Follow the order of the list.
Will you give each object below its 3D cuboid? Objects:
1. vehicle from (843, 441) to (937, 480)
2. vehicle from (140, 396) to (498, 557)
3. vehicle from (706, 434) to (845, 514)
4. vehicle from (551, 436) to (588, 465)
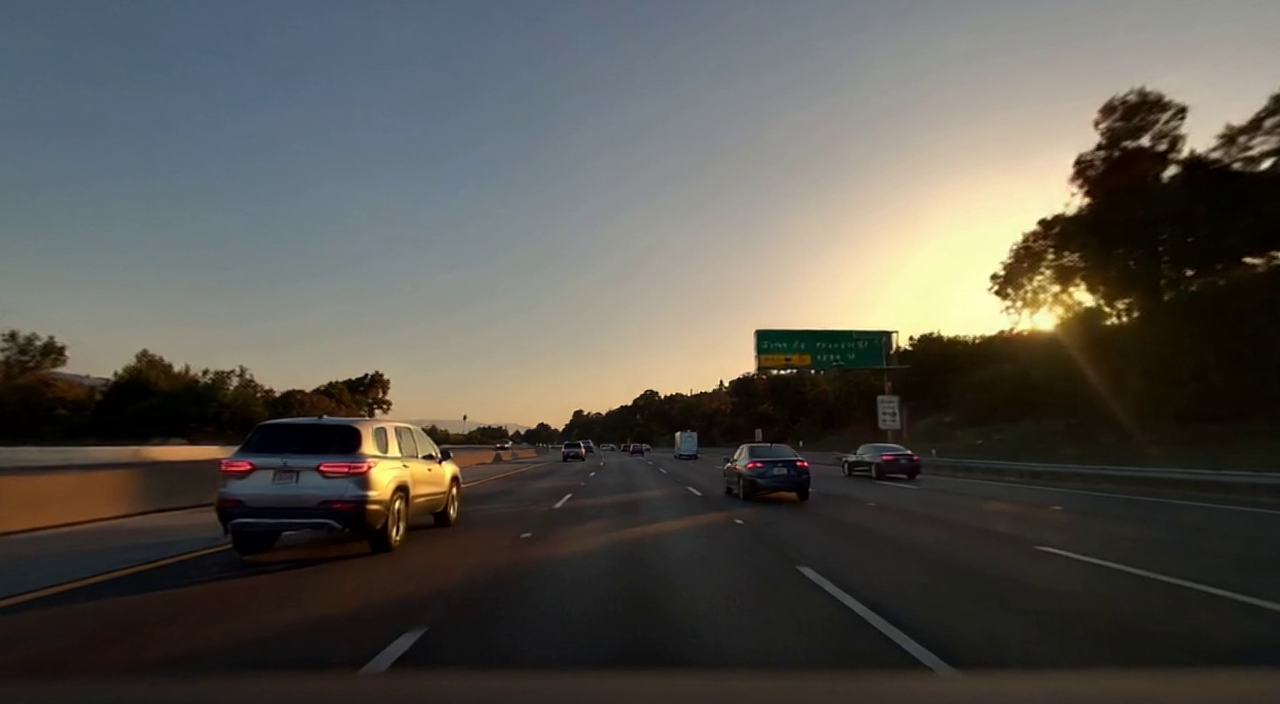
[{"bbox_3d":[10.465,4.548,26.826,2.105,1.496,4.393,0,-8,-1],"label":"vehicle"},{"bbox_3d":[-4.375,1.863,10.260,2.684,1.839,5.803,0,-8,1],"label":"vehicle"},{"bbox_3d":[2.832,2.667,14.375,2.053,1.510,4.400,0,-8,-2],"label":"vehicle"},{"bbox_3d":[-4.779,6.753,43.394,2.149,1.843,4.348,0,-8,-1],"label":"vehicle"}]
